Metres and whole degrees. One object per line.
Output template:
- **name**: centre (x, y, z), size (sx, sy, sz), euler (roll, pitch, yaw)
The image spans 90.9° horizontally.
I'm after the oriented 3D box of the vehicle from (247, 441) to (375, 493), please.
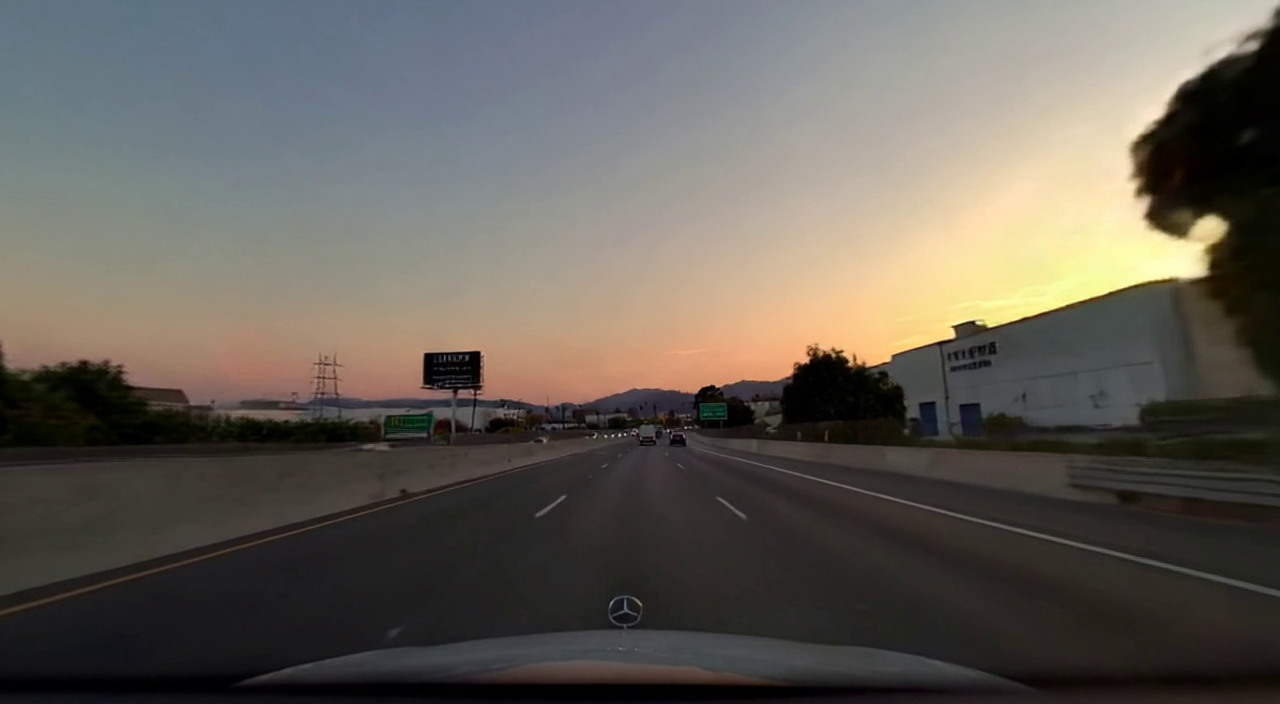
- **vehicle**: centre (-10.390, 3.629, 20.318), size (1.856, 1.476, 4.095), euler (0, -8, 1)
